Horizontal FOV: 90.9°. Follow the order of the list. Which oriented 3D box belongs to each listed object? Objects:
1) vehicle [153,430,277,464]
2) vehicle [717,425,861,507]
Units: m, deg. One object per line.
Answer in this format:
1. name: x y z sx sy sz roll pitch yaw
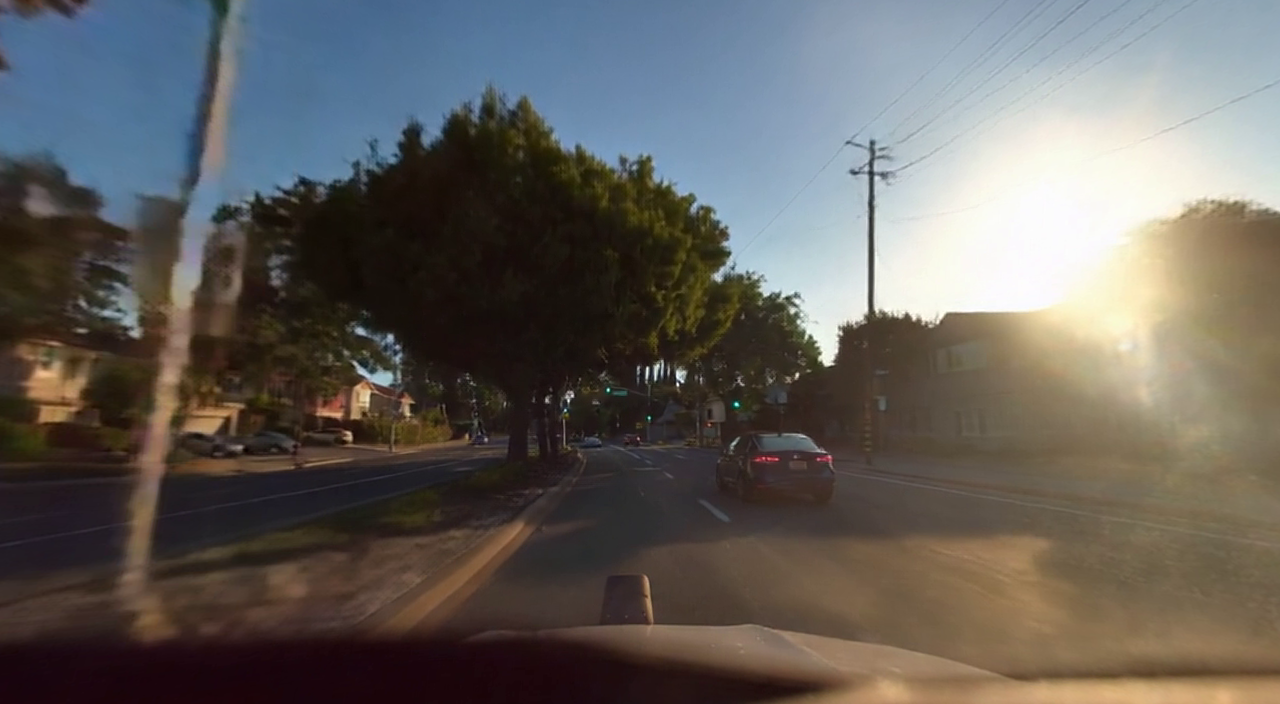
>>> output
1. vehicle: -21.474 4.824 32.053 4.717 1.615 2.014 2 -9 -11
2. vehicle: 2.971 2.380 13.549 1.960 1.479 4.086 0 -8 -2
